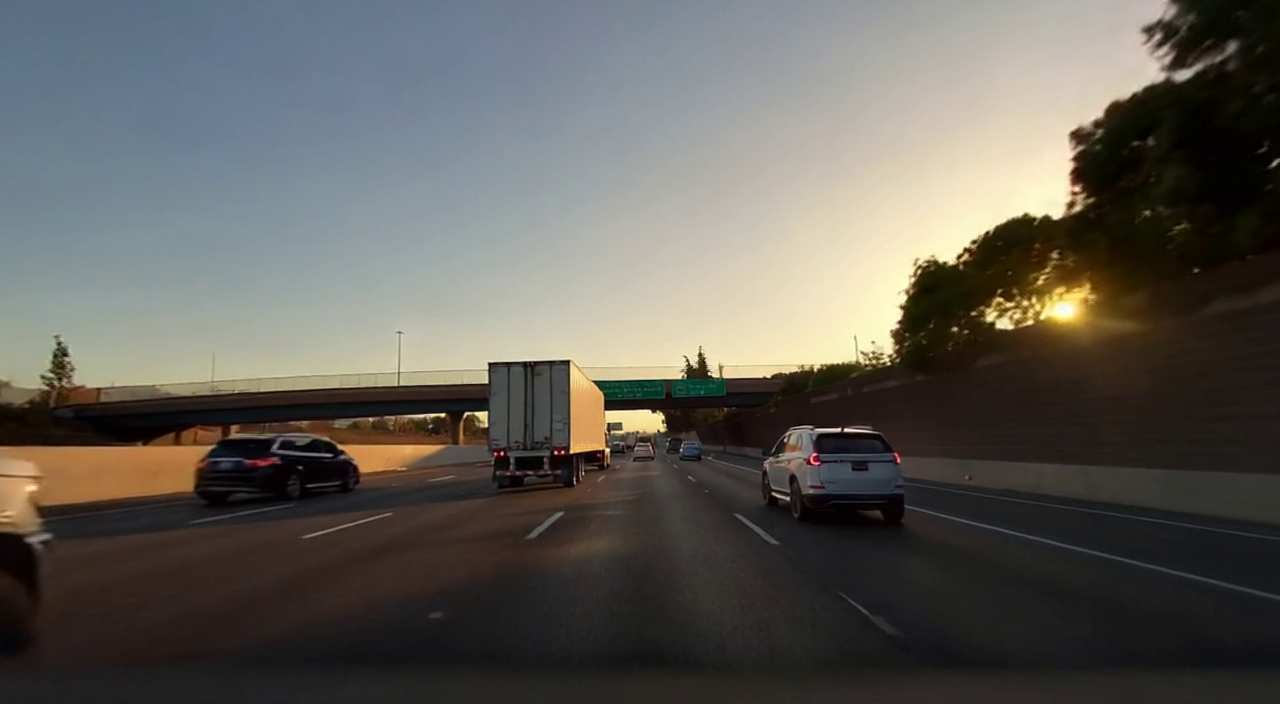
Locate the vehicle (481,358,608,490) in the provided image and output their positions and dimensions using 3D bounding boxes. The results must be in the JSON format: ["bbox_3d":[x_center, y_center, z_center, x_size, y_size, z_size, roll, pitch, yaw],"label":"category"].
[{"bbox_3d":[-3.353,3.367,27.435,2.869,4.108,15.564,0,-8,1],"label":"vehicle"}]

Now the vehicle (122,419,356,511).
[{"bbox_3d":[-10.374,2.985,17.209,2.388,2.031,5.951,-1,-8,1],"label":"vehicle"}]

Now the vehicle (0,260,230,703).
[{"bbox_3d":[-3.623,0.389,0.114,2.645,2.023,6.491,0,-8,1],"label":"vehicle"}]

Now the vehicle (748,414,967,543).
[{"bbox_3d":[3.214,1.970,10.457,2.028,1.658,4.334,0,-8,-1],"label":"vehicle"}]

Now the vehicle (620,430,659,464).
[{"bbox_3d":[-0.032,7.431,49.139,2.848,2.453,5.509,0,-8,1],"label":"vehicle"}]
